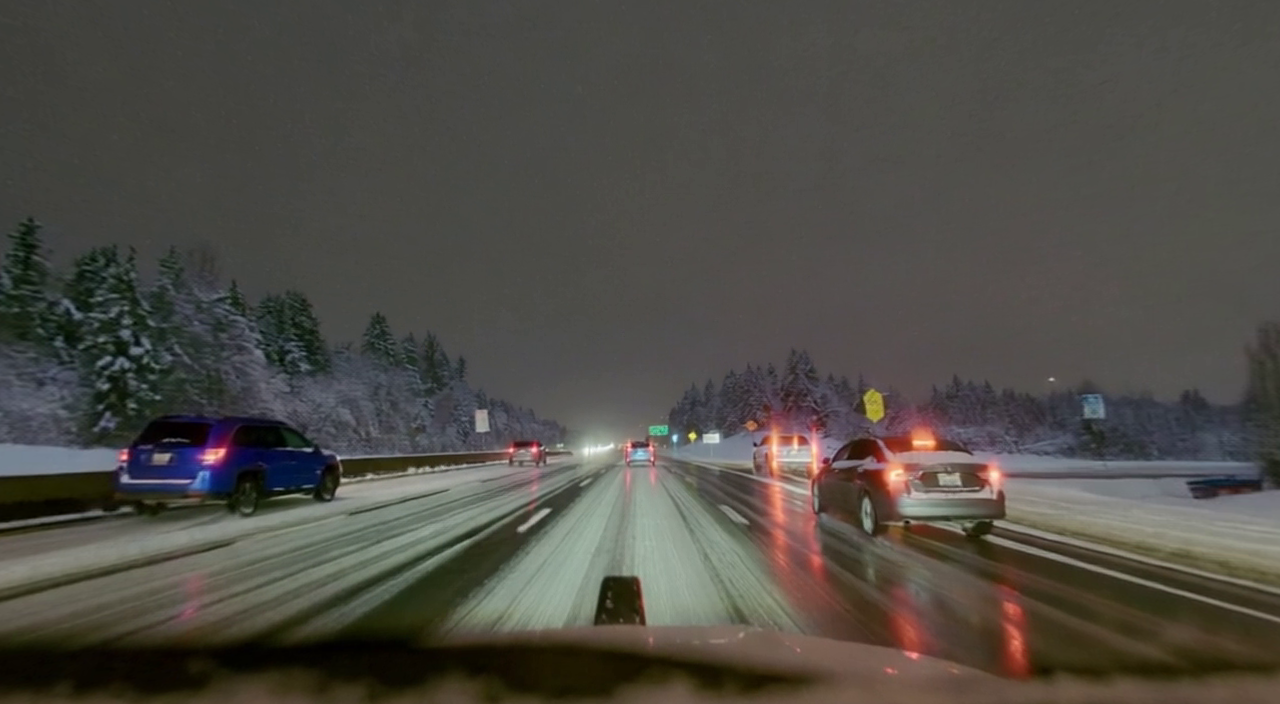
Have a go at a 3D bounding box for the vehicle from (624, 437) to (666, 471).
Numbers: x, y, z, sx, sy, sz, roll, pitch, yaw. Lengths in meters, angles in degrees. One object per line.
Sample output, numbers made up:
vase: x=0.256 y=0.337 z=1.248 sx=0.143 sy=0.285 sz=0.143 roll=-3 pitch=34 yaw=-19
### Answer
vehicle: x=0.245 y=5.546 z=34.393 sx=2.158 sy=1.706 sz=4.219 roll=0 pitch=-9 yaw=0

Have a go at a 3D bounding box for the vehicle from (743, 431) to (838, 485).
vehicle: x=5.287 y=3.800 z=22.838 sx=2.335 sy=1.759 sz=4.297 roll=0 pitch=-9 yaw=0

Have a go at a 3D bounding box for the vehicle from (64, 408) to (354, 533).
vehicle: x=-7.490 y=2.121 z=11.748 sx=2.142 sy=1.849 sz=4.566 roll=0 pitch=-9 yaw=0

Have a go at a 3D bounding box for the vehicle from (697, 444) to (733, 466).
vehicle: x=5.205 y=7.230 z=44.237 sx=1.944 sy=1.465 sz=4.245 roll=0 pitch=-9 yaw=-1

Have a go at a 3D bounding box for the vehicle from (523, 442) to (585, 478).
vehicle: x=-3.726 y=4.756 z=27.978 sx=2.071 sy=1.478 sz=4.130 roll=0 pitch=-9 yaw=1

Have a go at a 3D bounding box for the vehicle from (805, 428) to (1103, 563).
vehicle: x=4.165 y=1.977 z=9.460 sx=2.141 sy=1.507 sz=4.510 roll=0 pitch=-9 yaw=0
